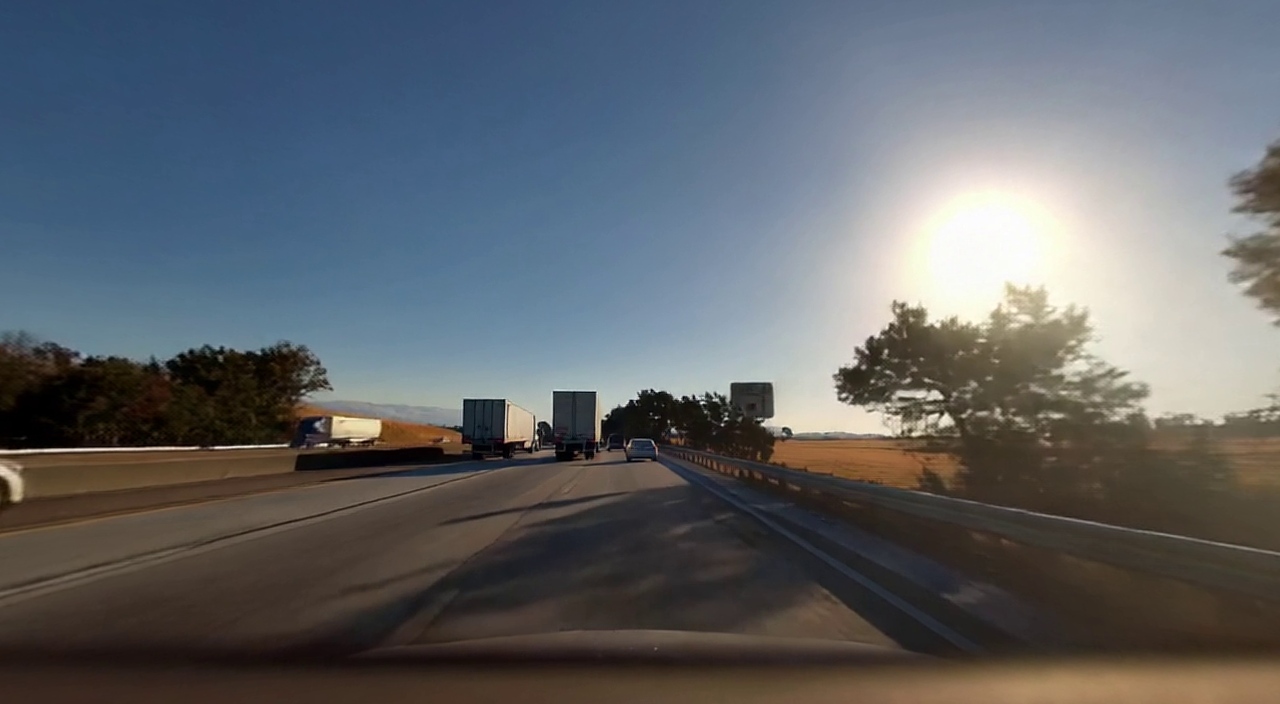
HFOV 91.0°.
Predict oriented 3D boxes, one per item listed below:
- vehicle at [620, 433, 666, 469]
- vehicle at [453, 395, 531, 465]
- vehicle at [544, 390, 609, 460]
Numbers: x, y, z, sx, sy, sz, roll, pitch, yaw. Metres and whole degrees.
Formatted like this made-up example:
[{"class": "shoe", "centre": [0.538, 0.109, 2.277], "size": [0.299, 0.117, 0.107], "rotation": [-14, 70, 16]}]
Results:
[{"class": "vehicle", "centre": [0.071, 4.403, 28.134], "size": [1.891, 1.477, 3.599], "rotation": [0, -8, -2]}, {"class": "vehicle", "centre": [-7.860, 4.325, 34.446], "size": [2.728, 3.405, 7.096], "rotation": [0, -8, -2]}, {"class": "vehicle", "centre": [-4.122, 5.425, 45.177], "size": [3.475, 4.037, 17.454], "rotation": [0, -8, -2]}]
